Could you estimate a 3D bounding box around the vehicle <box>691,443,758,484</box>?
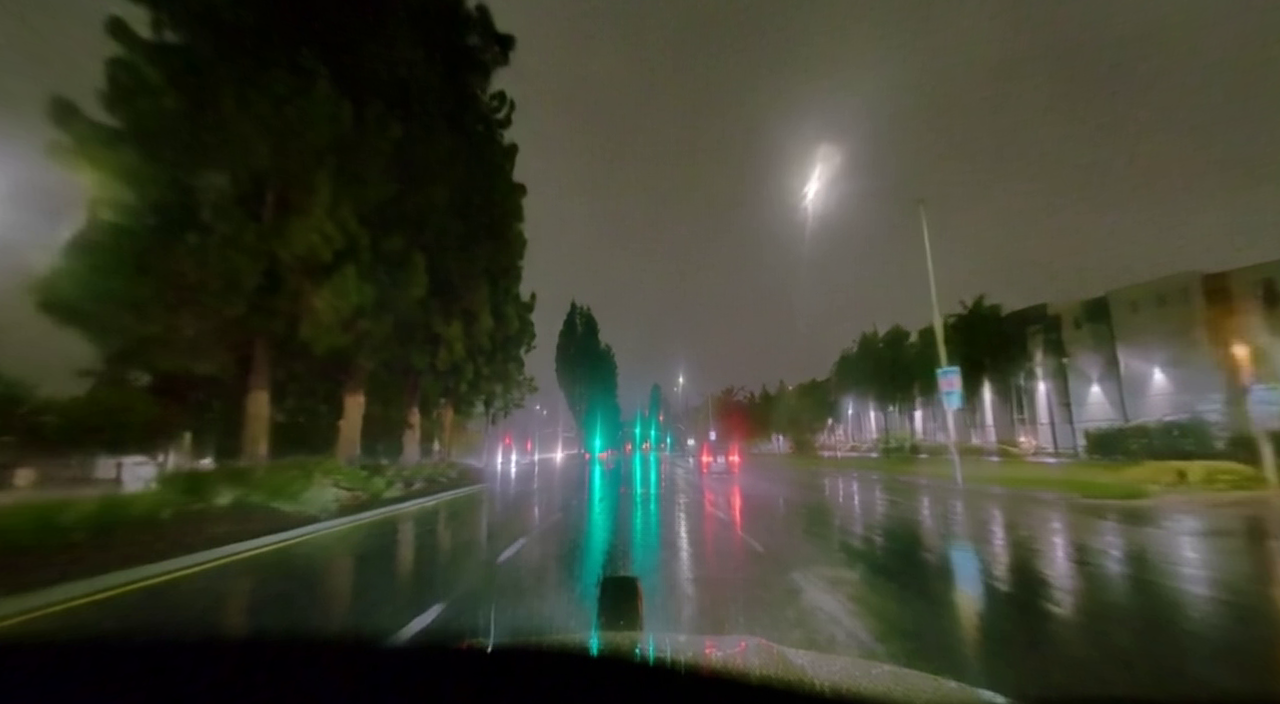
[{"bbox_3d":[3.240,4.365,25.073,1.966,1.449,4.290,0,-9,-1],"label":"vehicle"}]
